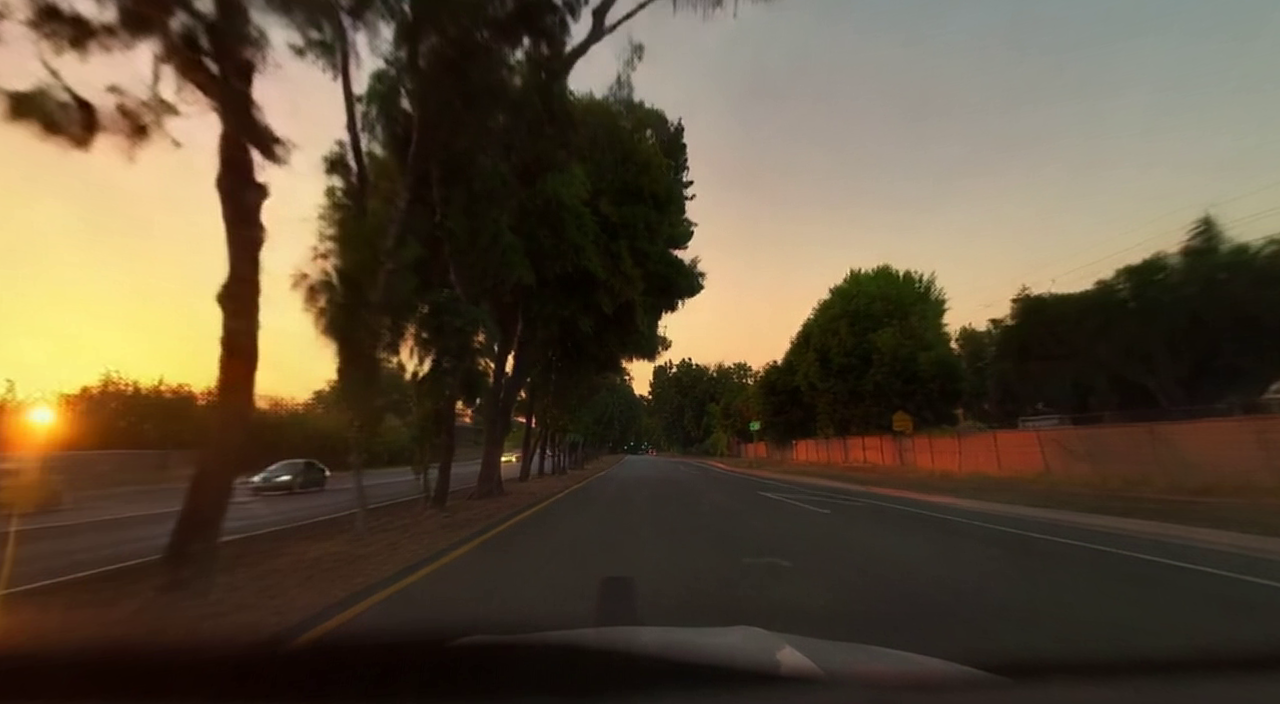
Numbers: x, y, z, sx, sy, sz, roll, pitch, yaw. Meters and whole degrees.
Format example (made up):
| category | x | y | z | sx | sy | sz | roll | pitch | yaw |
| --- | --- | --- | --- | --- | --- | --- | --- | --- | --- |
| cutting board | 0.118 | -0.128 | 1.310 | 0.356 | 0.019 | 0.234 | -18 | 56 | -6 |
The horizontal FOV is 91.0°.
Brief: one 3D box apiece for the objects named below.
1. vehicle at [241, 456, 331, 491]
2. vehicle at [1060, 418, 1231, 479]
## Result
| category | x | y | z | sx | sy | sz | roll | pitch | yaw |
| --- | --- | --- | --- | --- | --- | --- | --- | --- | --- |
| vehicle | -17.121 | 5.878 | 30.746 | 1.845 | 1.478 | 4.574 | 0 | -8 | -2 |
| vehicle | 16.562 | 3.127 | 21.010 | 1.855 | 1.670 | 4.616 | -4 | -6 | 1 |
